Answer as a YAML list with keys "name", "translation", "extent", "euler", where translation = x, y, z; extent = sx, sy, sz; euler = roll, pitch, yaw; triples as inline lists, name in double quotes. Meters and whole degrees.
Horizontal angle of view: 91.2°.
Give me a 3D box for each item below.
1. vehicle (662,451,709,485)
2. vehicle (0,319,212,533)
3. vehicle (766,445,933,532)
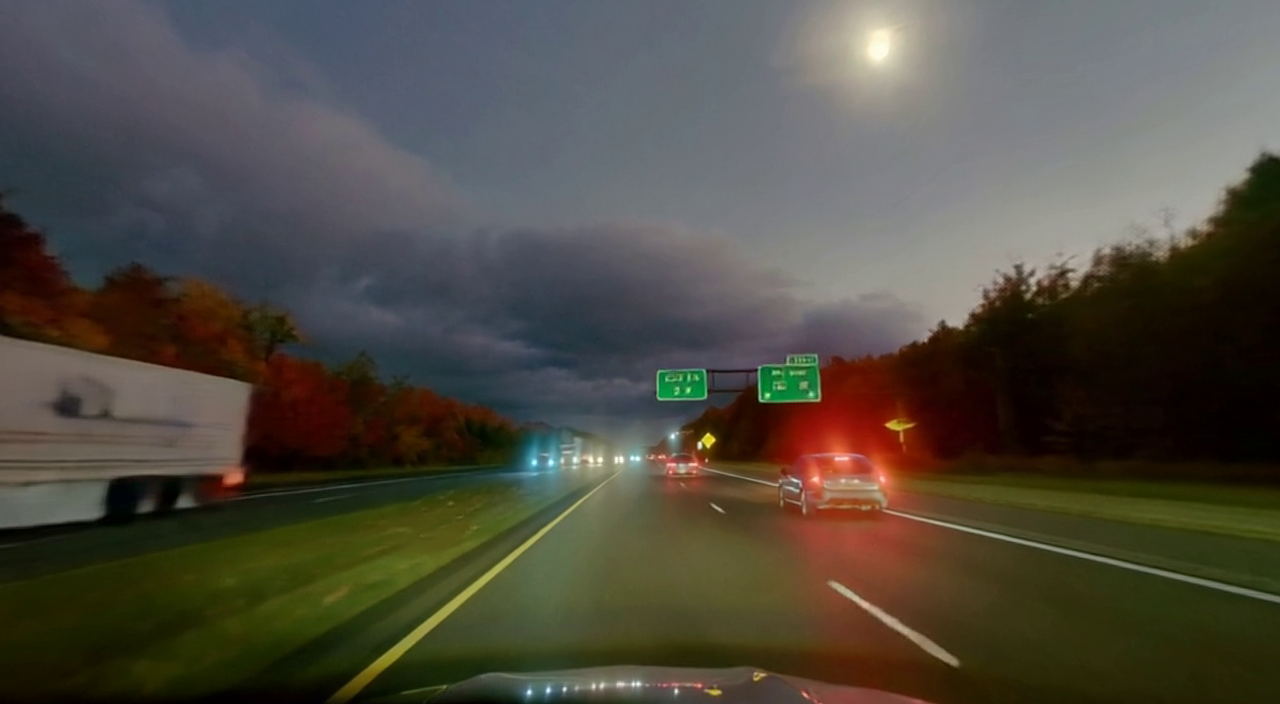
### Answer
- name: "vehicle"
  translation: [2.221, 5.823, 31.765]
  extent: [2.070, 1.546, 4.648]
  euler: [0, -9, 1]
- name: "vehicle"
  translation: [-13.669, 1.218, 10.625]
  extent: [2.907, 4.035, 14.018]
  euler: [0, -9, 0]
- name: "vehicle"
  translation: [4.256, 2.821, 13.568]
  extent: [2.119, 1.557, 4.163]
  euler: [0, -9, -1]
